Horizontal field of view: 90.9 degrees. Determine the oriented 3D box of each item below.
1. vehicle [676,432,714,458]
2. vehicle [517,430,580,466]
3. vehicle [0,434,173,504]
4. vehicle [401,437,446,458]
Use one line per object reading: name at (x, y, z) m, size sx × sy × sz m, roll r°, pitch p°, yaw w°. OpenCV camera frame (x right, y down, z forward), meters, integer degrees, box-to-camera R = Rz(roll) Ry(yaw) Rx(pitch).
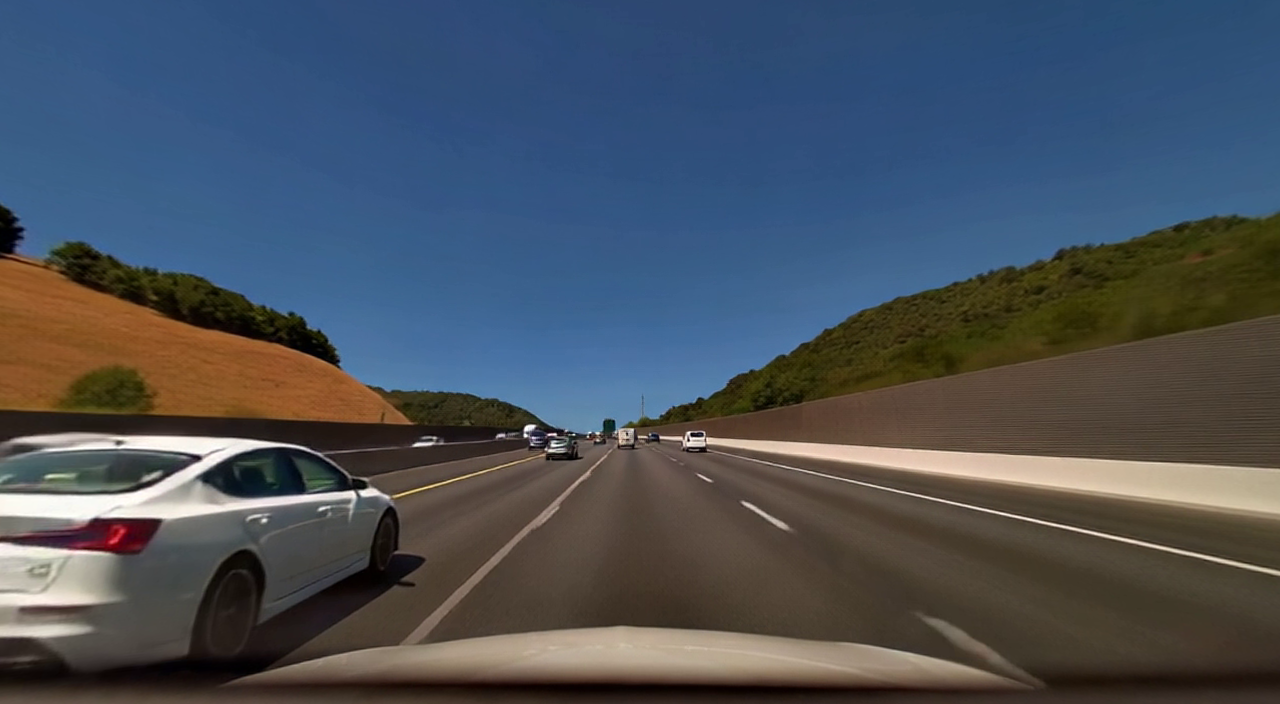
vehicle at (3.165, 5.455, 37.091) m, size 1.806 × 1.469 × 3.681 m, roll 0°, pitch -8°, yaw -2°
vehicle at (-4.030, 4.300, 28.434) m, size 2.204 × 1.486 × 4.121 m, roll 0°, pitch -8°, yaw 0°
vehicle at (-14.840, 2.904, 16.276) m, size 2.044 × 1.532 × 4.528 m, roll 0°, pitch -8°, yaw 0°
vehicle at (-15.469, 6.819, 45.122) m, size 1.841 × 1.447 × 3.902 m, roll 0°, pitch -8°, yaw 0°
